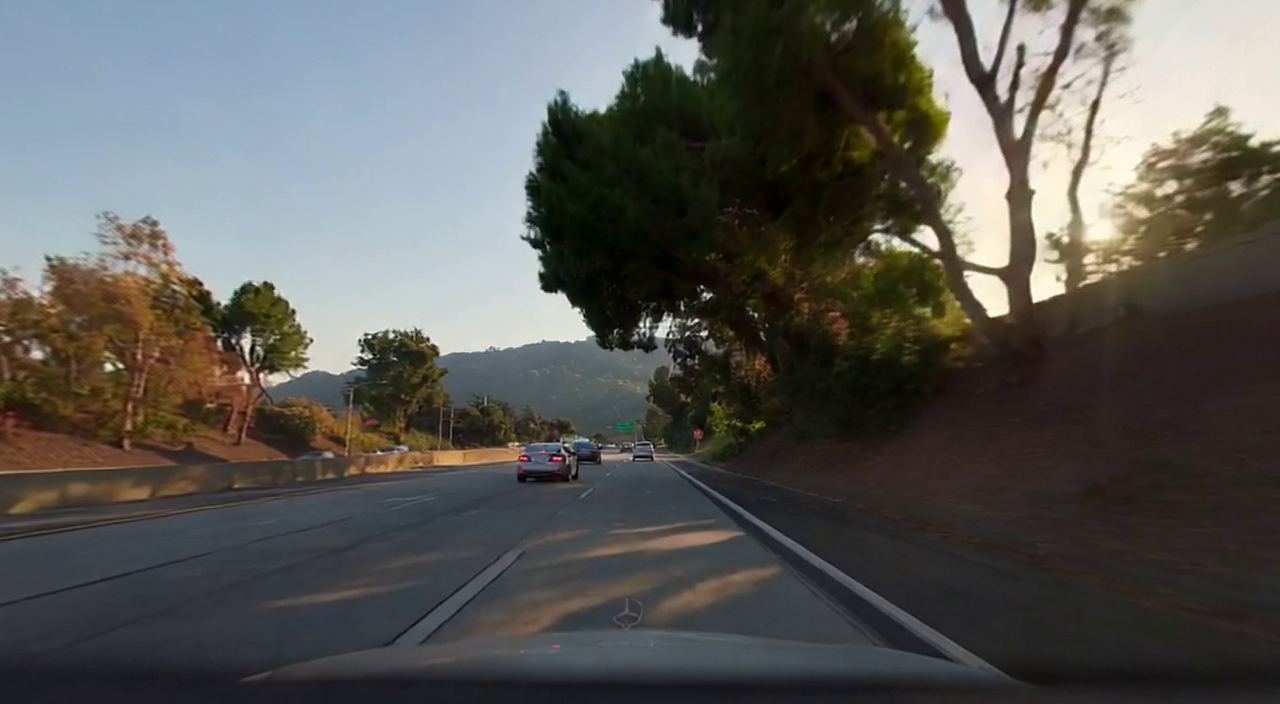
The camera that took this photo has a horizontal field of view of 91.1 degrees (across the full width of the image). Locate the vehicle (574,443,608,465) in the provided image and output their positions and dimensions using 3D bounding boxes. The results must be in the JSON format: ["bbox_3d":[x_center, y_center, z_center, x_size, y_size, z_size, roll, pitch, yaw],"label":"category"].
[{"bbox_3d":[-3.401,7.149,44.261,2.055,1.431,3.921,0,-8,1],"label":"vehicle"}]

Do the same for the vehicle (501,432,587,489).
[{"bbox_3d":[-3.024,3.528,20.737,2.056,1.679,4.204,0,-8,1],"label":"vehicle"}]

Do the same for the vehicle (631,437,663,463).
[{"bbox_3d":[0.491,7.321,46.955,2.285,1.797,4.478,0,-8,0],"label":"vehicle"}]
